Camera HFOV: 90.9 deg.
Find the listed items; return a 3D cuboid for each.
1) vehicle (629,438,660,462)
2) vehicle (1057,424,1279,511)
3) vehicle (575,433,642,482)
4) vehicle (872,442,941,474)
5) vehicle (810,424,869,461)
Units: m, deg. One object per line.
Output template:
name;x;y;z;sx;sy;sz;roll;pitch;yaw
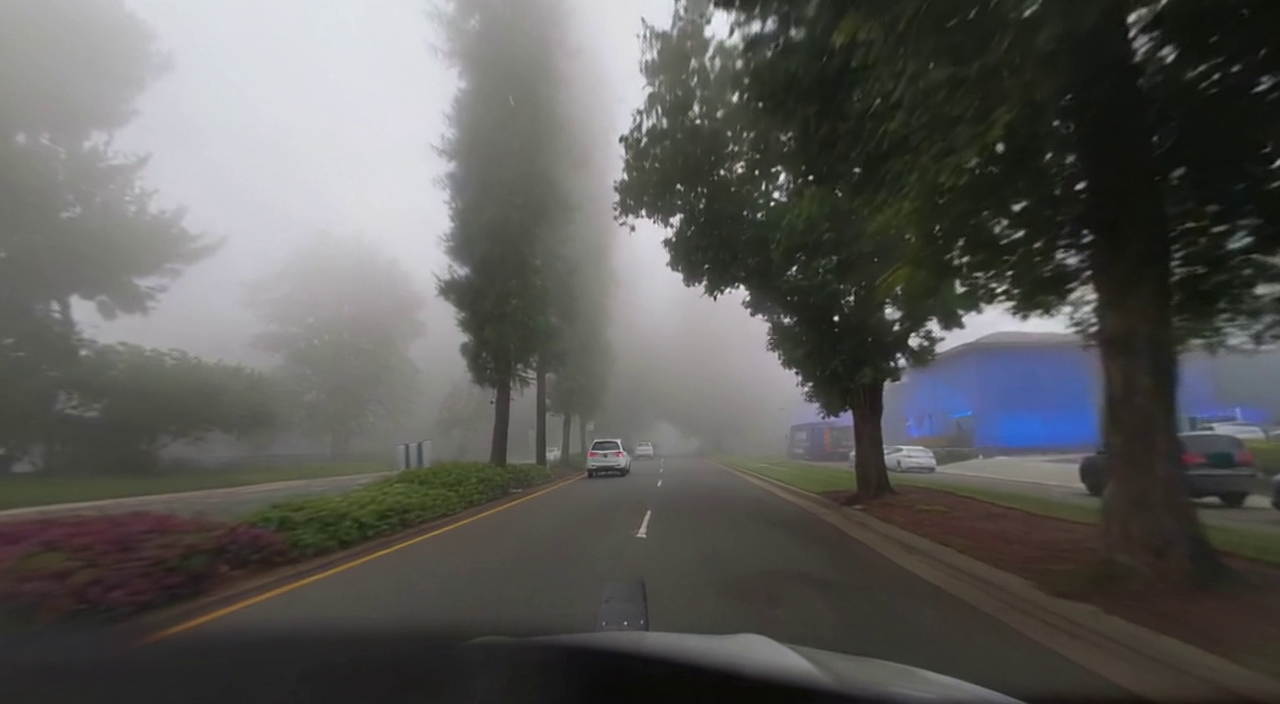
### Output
vehicle;0.402;7.700;49.638;2.166;1.769;4.162;0;-8;4
vehicle;12.108;2.612;14.848;1.887;1.722;4.285;0;-8;5
vehicle;-1.126;4.031;24.486;2.129;1.713;4.314;0;-8;3
vehicle;13.417;5.357;32.063;1.852;1.457;4.351;0;-8;4
vehicle;14.020;6.446;44.885;2.507;2.441;6.959;-1;-8;5
